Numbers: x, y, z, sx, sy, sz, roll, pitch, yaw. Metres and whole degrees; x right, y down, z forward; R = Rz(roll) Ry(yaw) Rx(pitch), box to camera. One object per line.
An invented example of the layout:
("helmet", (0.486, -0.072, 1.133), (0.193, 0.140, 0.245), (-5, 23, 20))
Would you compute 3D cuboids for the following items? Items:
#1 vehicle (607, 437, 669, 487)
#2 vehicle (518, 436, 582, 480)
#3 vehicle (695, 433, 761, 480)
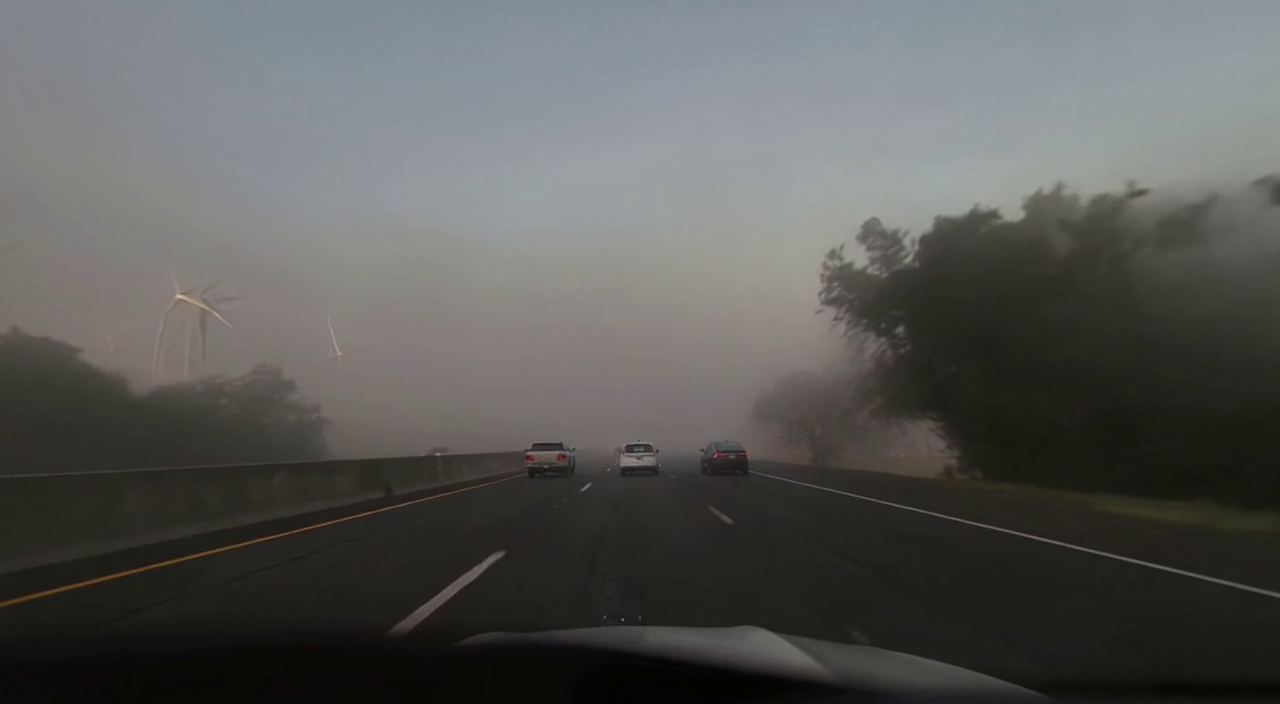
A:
("vehicle", (-0.062, 4.020, 23.169), (2.083, 1.653, 3.787), (0, -9, 0))
("vehicle", (-3.905, 4.716, 28.237), (2.131, 1.784, 4.635), (0, -9, 1))
("vehicle", (3.756, 4.578, 27.779), (2.104, 1.861, 4.956), (0, -9, -1))
